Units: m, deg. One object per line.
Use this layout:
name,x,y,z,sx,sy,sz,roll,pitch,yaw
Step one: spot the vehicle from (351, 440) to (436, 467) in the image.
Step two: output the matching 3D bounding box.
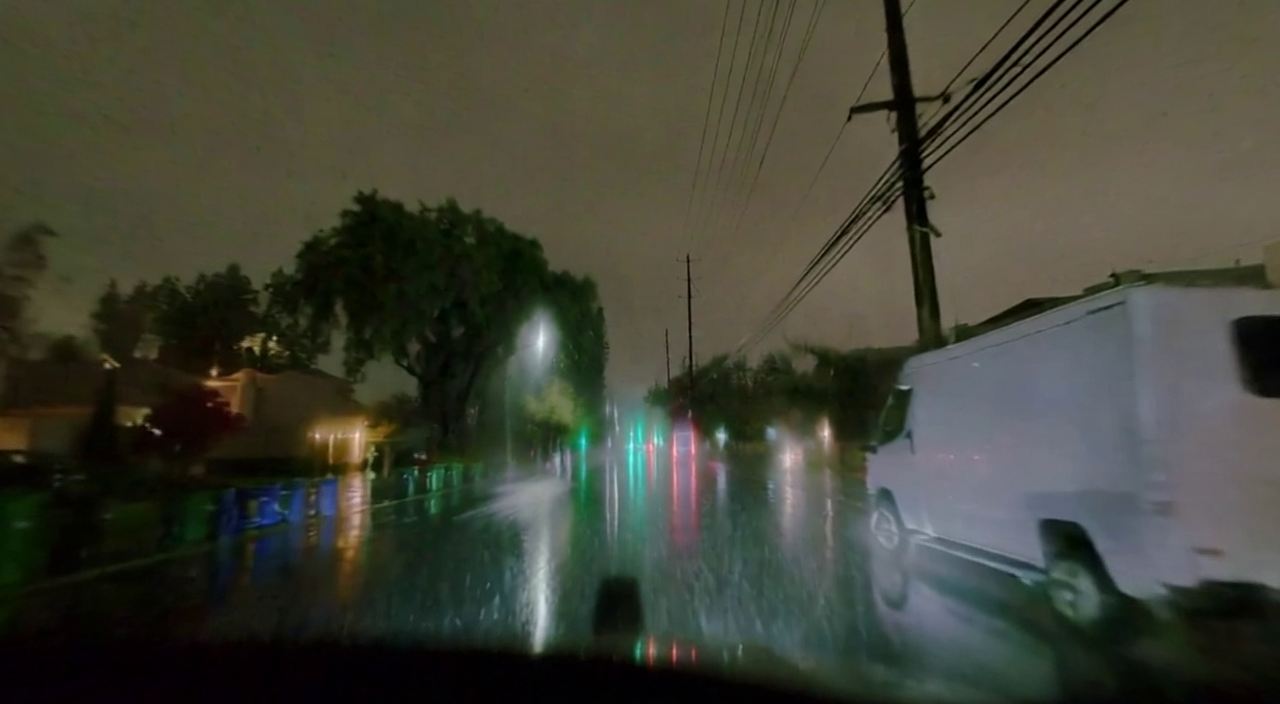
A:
vehicle,-18.138,7.455,46.456,6.250,1.898,2.298,-5,-10,29

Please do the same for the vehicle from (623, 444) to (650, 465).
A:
vehicle,-0.309,8.039,49.785,2.062,1.509,4.305,0,-8,-1

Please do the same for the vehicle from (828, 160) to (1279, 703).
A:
vehicle,4.040,0.808,6.062,2.384,2.791,5.899,0,-8,-2
